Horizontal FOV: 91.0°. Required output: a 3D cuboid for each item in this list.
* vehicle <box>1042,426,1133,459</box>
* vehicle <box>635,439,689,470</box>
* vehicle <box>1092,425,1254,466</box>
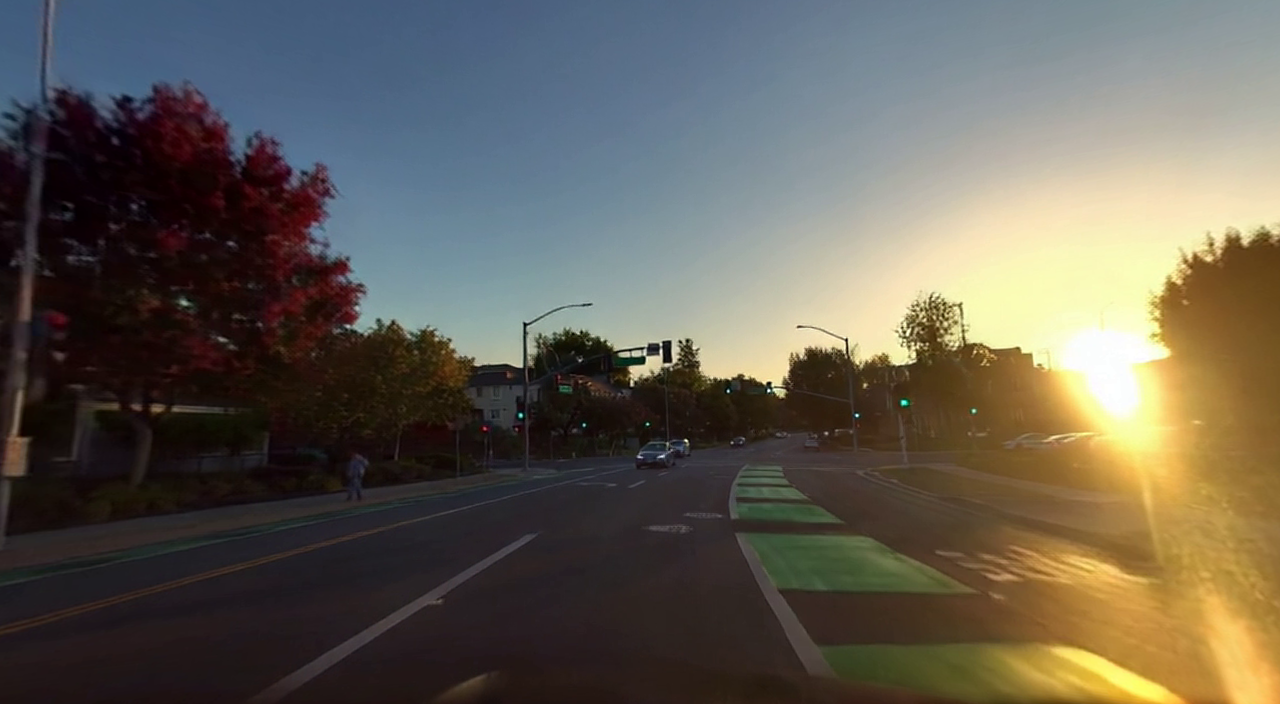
[{"bbox_3d":[22.702,4.622,32.184,1.937,1.474,5.114,-4,-9,14],"label":"vehicle"},{"bbox_3d":[1.234,5.374,33.253,1.904,1.489,4.746,-2,-9,14],"label":"vehicle"},{"bbox_3d":[22.317,3.923,26.742,1.972,1.477,5.340,-2,-7,-4],"label":"vehicle"}]
